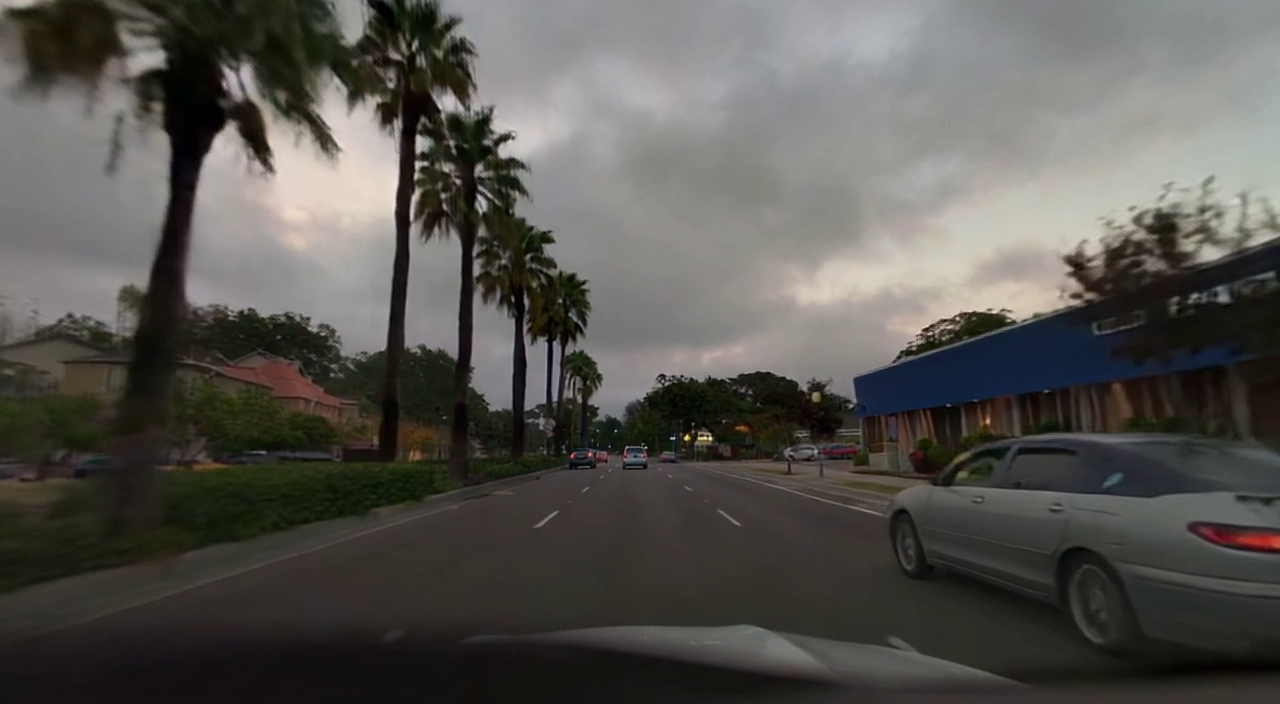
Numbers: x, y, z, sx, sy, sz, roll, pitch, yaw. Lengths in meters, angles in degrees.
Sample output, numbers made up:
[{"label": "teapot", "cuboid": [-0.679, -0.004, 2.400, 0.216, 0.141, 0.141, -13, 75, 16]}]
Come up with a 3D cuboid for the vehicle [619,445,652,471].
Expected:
[{"label": "vehicle", "cuboid": [-0.317, 7.086, 42.299, 2.102, 1.653, 3.698, 0, -9, -2]}]

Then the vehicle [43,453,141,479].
[{"label": "vehicle", "cuboid": [-34.698, 7.206, 40.061, 4.277, 1.537, 1.942, 0, -9, -3]}]

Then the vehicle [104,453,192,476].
[{"label": "vehicle", "cuboid": [-35.089, 7.995, 45.166, 4.515, 1.552, 2.036, 0, -9, -1]}]

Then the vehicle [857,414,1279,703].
[{"label": "vehicle", "cuboid": [3.590, 1.355, 4.896, 2.090, 1.503, 4.566, 0, -9, -1]}]

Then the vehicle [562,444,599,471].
[{"label": "vehicle", "cuboid": [-4.055, 7.276, 43.645, 2.071, 1.744, 4.500, 0, -9, 0]}]
